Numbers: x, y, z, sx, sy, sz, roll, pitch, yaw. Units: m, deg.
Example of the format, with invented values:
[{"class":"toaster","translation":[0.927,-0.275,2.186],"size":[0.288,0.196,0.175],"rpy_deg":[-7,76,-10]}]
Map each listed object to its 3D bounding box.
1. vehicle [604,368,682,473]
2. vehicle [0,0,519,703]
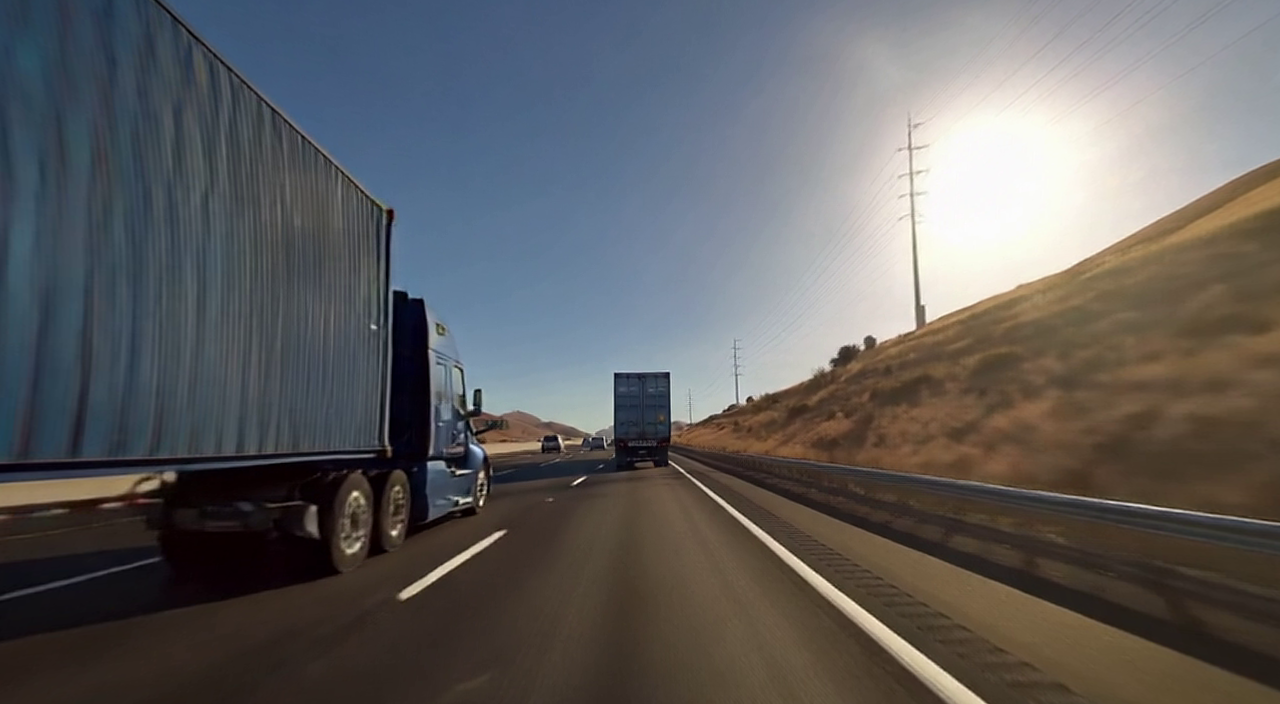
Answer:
[{"class":"vehicle","translation":[0.038,3.496,30.414],"size":[3.006,4.120,11.586],"rpy_deg":[0,-8,-1]},{"class":"vehicle","translation":[-4.130,0.192,7.149],"size":[3.314,4.224,9.816],"rpy_deg":[0,-8,1]}]
